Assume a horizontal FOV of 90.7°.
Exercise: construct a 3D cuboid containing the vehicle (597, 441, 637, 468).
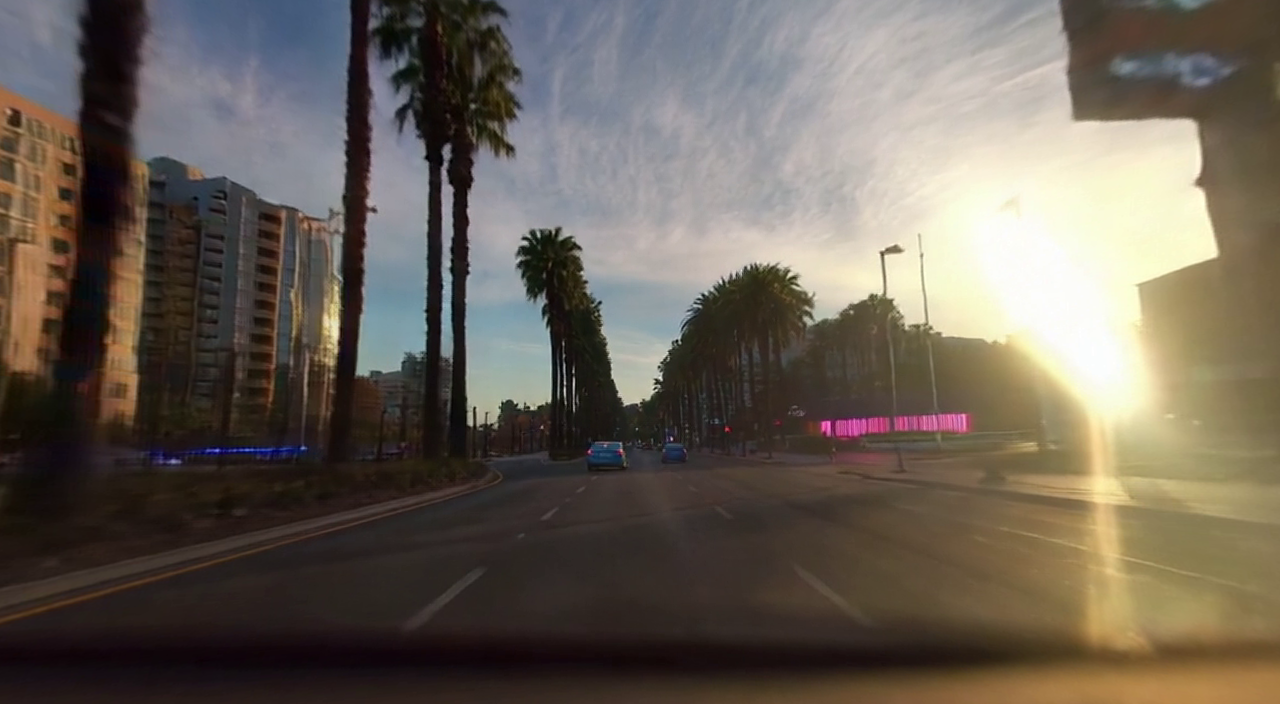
[{"bbox_3d":[-1.395,6.456,40.111,2.160,1.615,4.117,-1,-9,4],"label":"vehicle"}]
